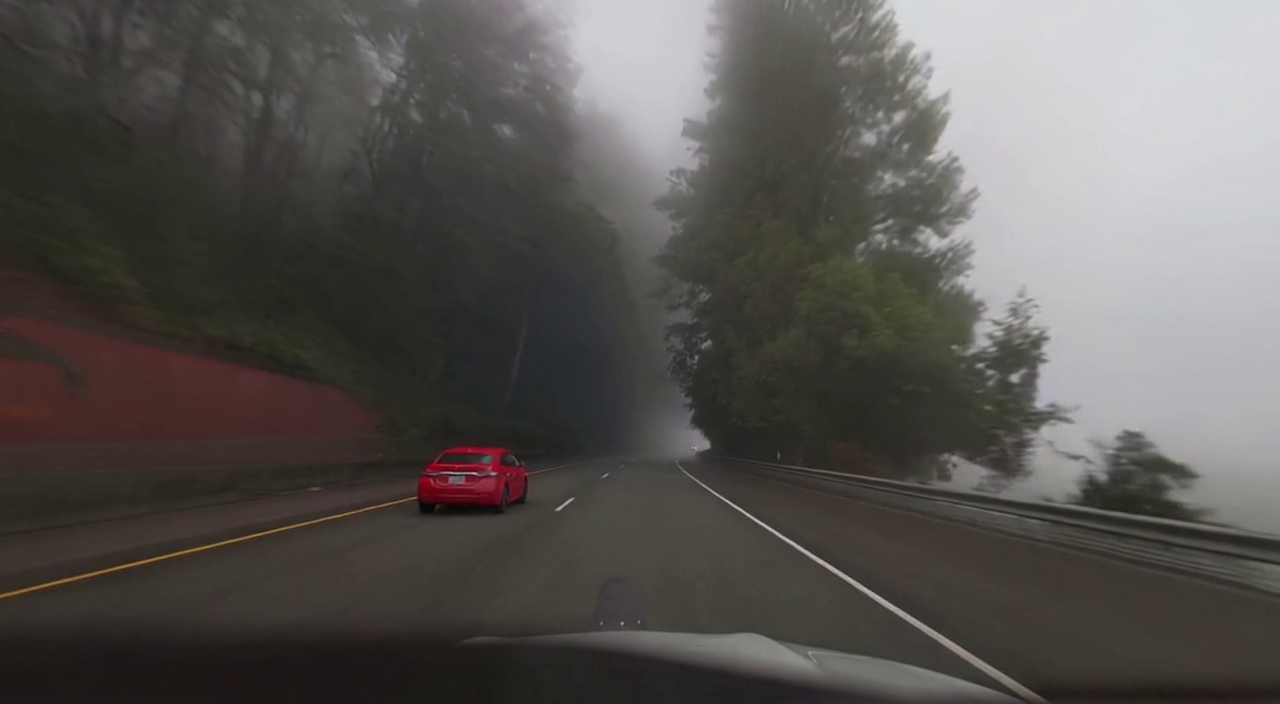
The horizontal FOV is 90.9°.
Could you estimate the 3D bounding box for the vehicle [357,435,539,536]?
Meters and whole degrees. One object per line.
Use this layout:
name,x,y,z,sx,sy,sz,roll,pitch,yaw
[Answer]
vehicle,-3.197,2.312,11.496,1.934,1.486,4.115,0,-9,1
